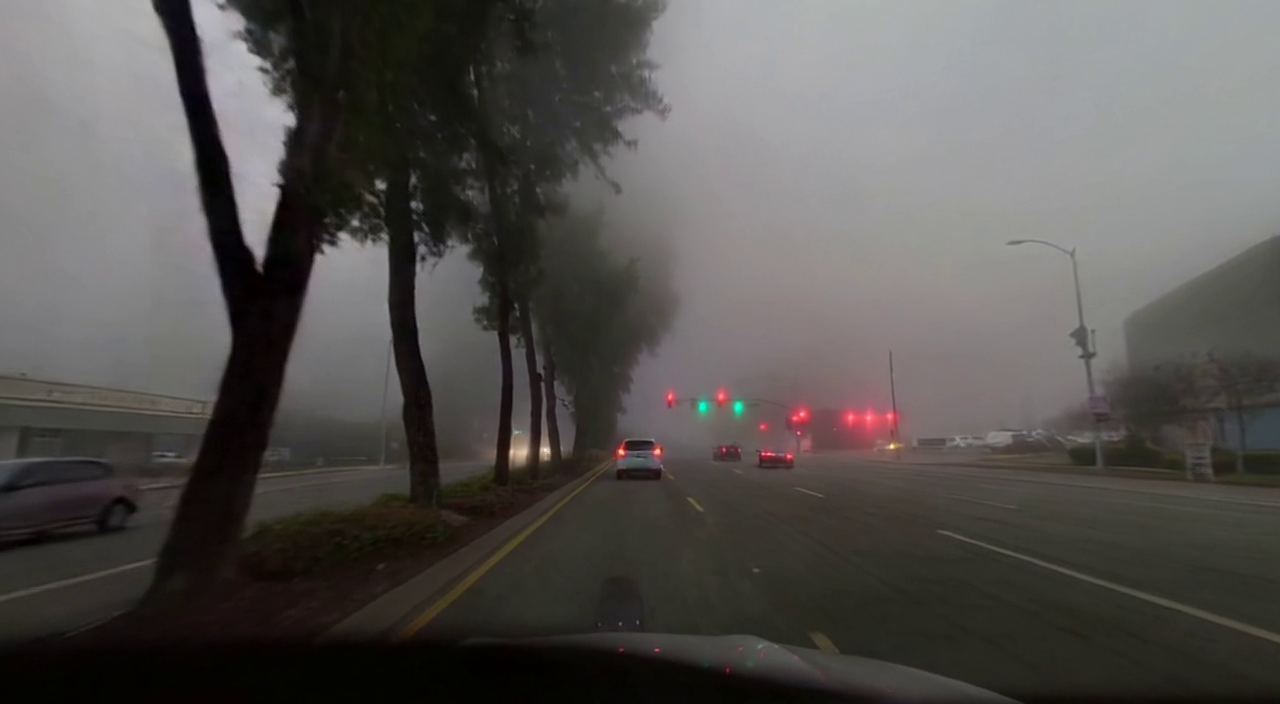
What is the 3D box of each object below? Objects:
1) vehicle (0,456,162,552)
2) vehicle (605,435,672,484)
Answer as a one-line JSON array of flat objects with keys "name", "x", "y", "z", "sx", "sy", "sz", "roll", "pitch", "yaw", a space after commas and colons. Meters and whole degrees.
[{"name": "vehicle", "x": -11.318, "y": 2.684, "z": 11.456, "sx": 1.907, "sy": 1.485, "sz": 4.293, "roll": 0, "pitch": -9, "yaw": 0}, {"name": "vehicle", "x": -0.074, "y": 3.636, "z": 21.622, "sx": 2.064, "sy": 1.477, "sz": 3.968, "roll": 0, "pitch": -9, "yaw": -1}]
